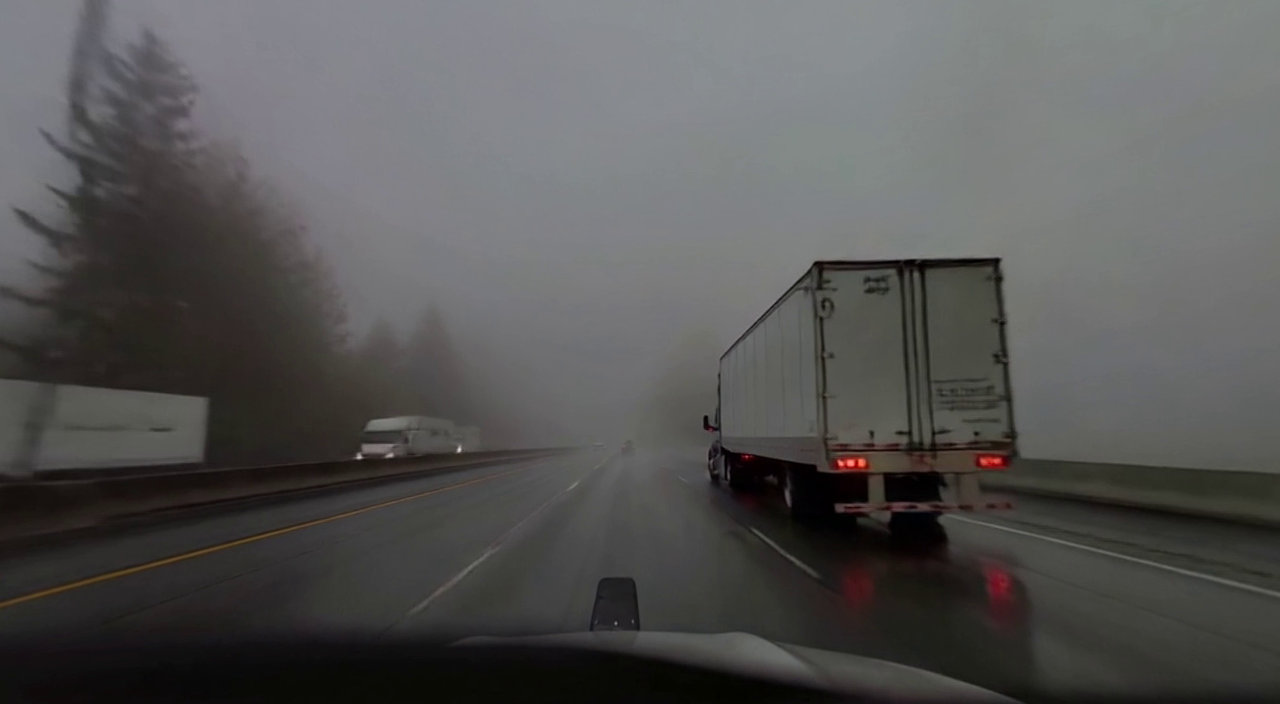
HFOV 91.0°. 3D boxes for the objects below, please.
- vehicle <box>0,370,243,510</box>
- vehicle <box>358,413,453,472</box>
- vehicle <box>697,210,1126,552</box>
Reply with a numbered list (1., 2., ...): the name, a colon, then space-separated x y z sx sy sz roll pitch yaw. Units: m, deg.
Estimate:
1. vehicle: -19.742 3.100 22.059 2.868 3.944 13.594 -1 -8 0
2. vehicle: -15.996 6.265 43.900 3.185 3.633 9.159 0 -8 -1
3. vehicle: 3.905 1.253 14.804 3.489 4.211 14.193 0 -8 -1
